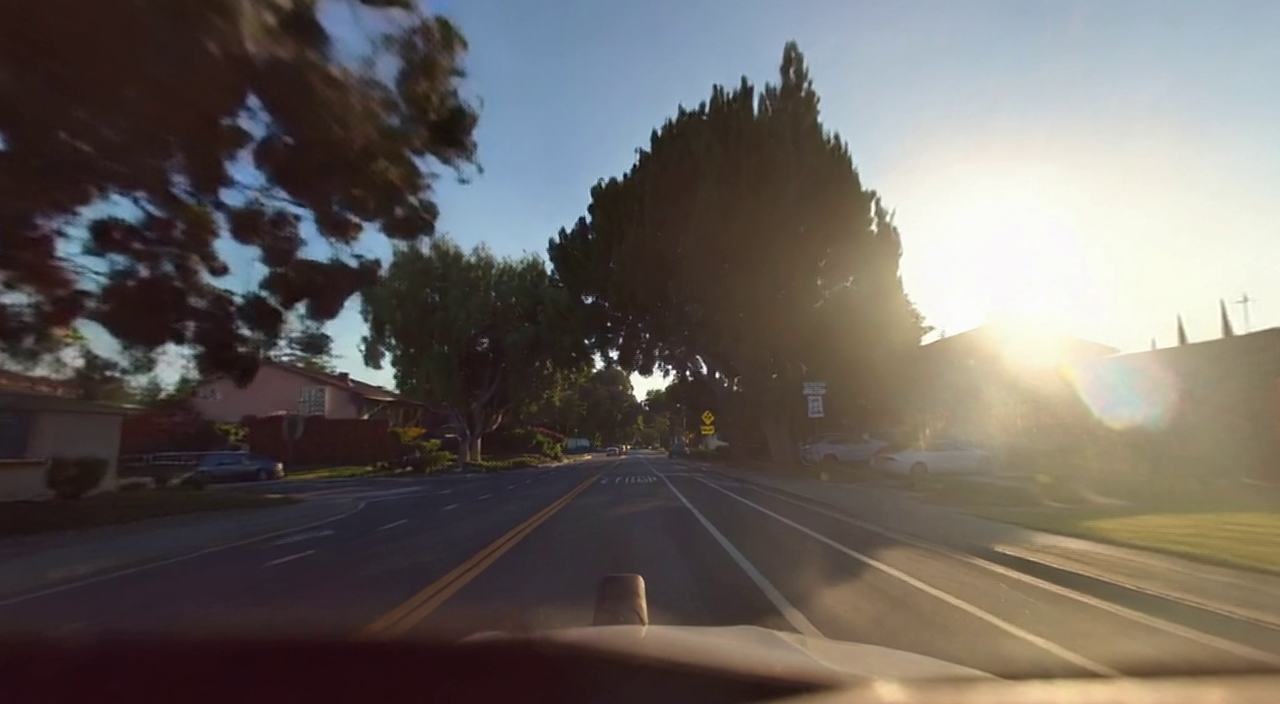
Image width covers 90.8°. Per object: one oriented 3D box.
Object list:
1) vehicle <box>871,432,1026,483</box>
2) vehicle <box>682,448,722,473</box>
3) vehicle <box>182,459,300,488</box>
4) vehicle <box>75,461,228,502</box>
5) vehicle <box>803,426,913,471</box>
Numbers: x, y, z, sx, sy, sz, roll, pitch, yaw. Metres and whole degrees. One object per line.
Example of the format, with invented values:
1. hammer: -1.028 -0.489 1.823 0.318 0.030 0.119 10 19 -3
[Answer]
1. vehicle: 10.978 3.783 22.722 4.493 1.493 1.926 -3 -9 -4
2. vehicle: 3.784 6.673 39.130 1.940 1.470 4.101 0 -9 -1
3. vehicle: -21.651 6.595 34.447 5.074 1.511 1.978 0 -9 -1
4. vehicle: -18.983 5.025 24.689 4.440 1.445 1.919 -1 -9 3
5. vehicle: 10.810 4.828 31.624 4.459 1.696 2.361 -6 -9 -2
